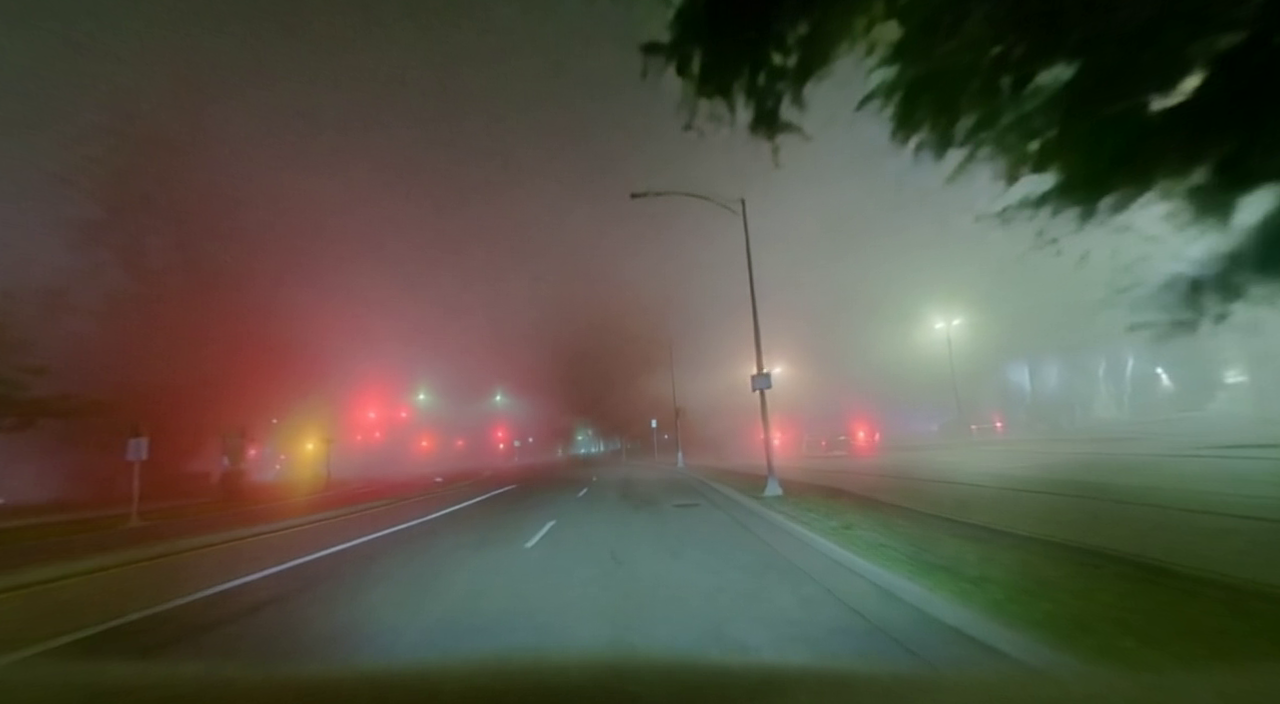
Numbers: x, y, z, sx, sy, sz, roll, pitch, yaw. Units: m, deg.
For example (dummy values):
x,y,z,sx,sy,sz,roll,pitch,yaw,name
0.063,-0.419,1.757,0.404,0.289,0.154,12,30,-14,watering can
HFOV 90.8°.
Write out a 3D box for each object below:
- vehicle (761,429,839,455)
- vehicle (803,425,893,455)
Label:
x,y,z,sx,sy,sz,roll,pitch,yaw,name
10.350,5.858,40.986,4.400,1.584,1.964,2,-9,-12,vehicle
11.697,5.000,35.698,4.332,1.581,2.028,2,-9,-11,vehicle
